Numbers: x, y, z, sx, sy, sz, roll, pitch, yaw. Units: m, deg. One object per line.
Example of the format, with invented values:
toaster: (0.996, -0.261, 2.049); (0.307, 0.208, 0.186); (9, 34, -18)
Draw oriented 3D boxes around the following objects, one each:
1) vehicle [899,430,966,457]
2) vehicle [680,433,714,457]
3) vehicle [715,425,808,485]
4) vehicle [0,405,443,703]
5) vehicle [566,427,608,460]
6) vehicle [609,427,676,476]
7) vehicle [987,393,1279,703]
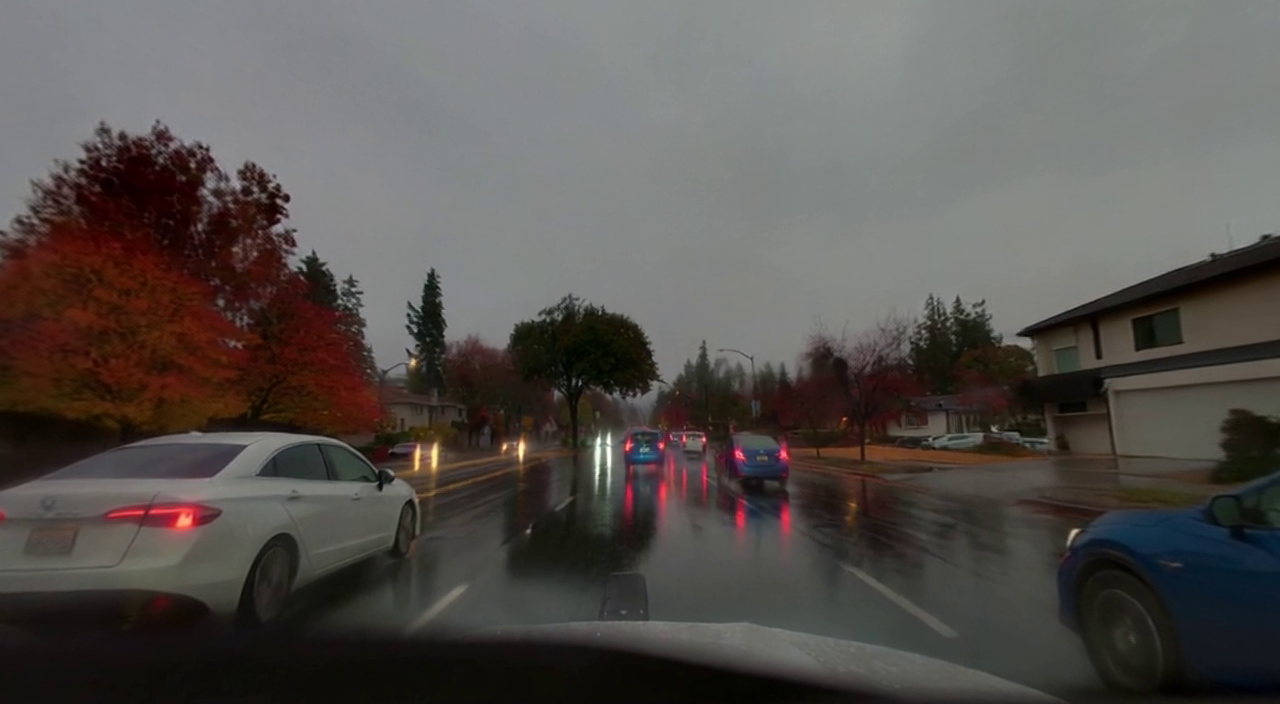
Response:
vehicle: (18.021, 5.729, 38.915); (1.767, 1.400, 4.107); (-3, -10, -7)
vehicle: (4.155, 6.834, 46.176); (2.067, 1.687, 4.163); (0, -8, -1)
vehicle: (3.658, 3.205, 19.814); (2.019, 1.675, 4.488); (0, -8, 0)
vehicle: (-3.480, 1.340, 5.400); (1.997, 1.479, 4.547); (0, -8, 1)
vehicle: (-3.437, 6.077, 41.754); (2.246, 2.062, 5.123); (0, -8, 1)
vehicle: (0.074, 3.732, 23.712); (2.293, 1.662, 4.262); (0, -8, 0)
vehicle: (3.402, 0.852, 2.012); (2.060, 1.474, 4.475); (0, -8, 1)
